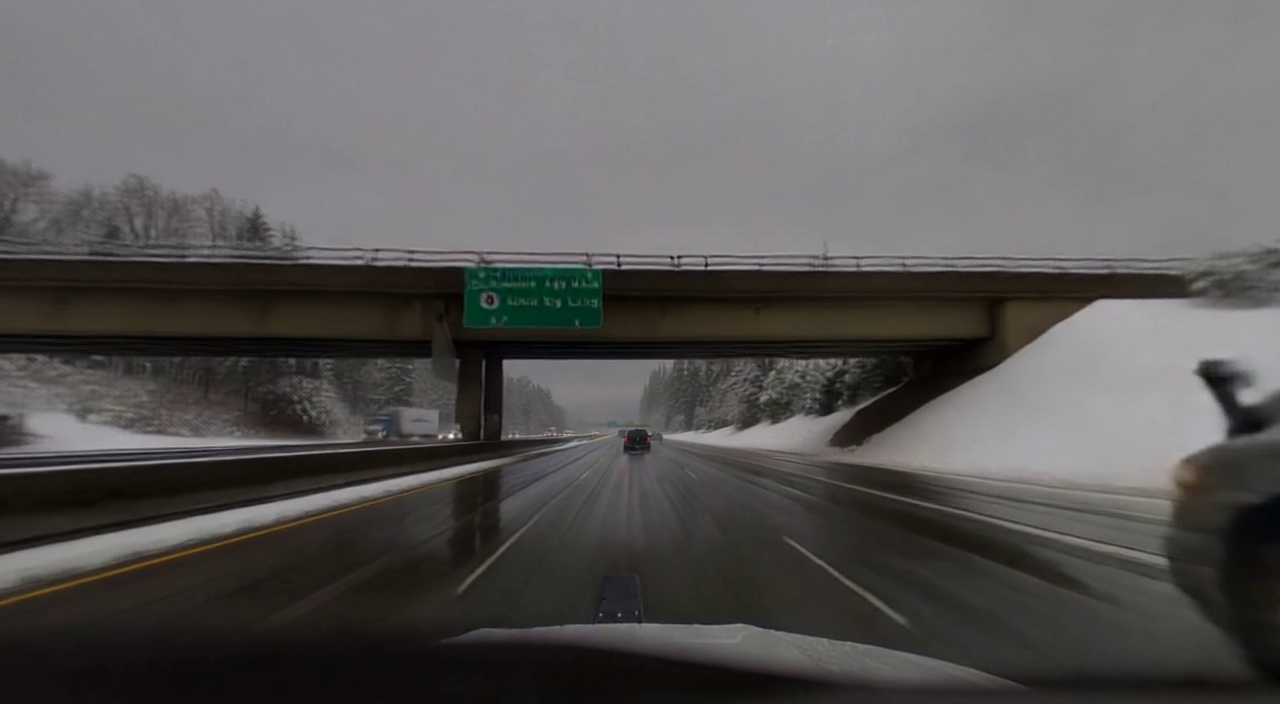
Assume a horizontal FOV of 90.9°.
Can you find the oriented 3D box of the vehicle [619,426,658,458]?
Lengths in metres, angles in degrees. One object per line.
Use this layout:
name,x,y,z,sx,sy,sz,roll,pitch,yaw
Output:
vehicle,-0.138,5.630,39.589,2.277,1.913,4.510,0,-8,-1
